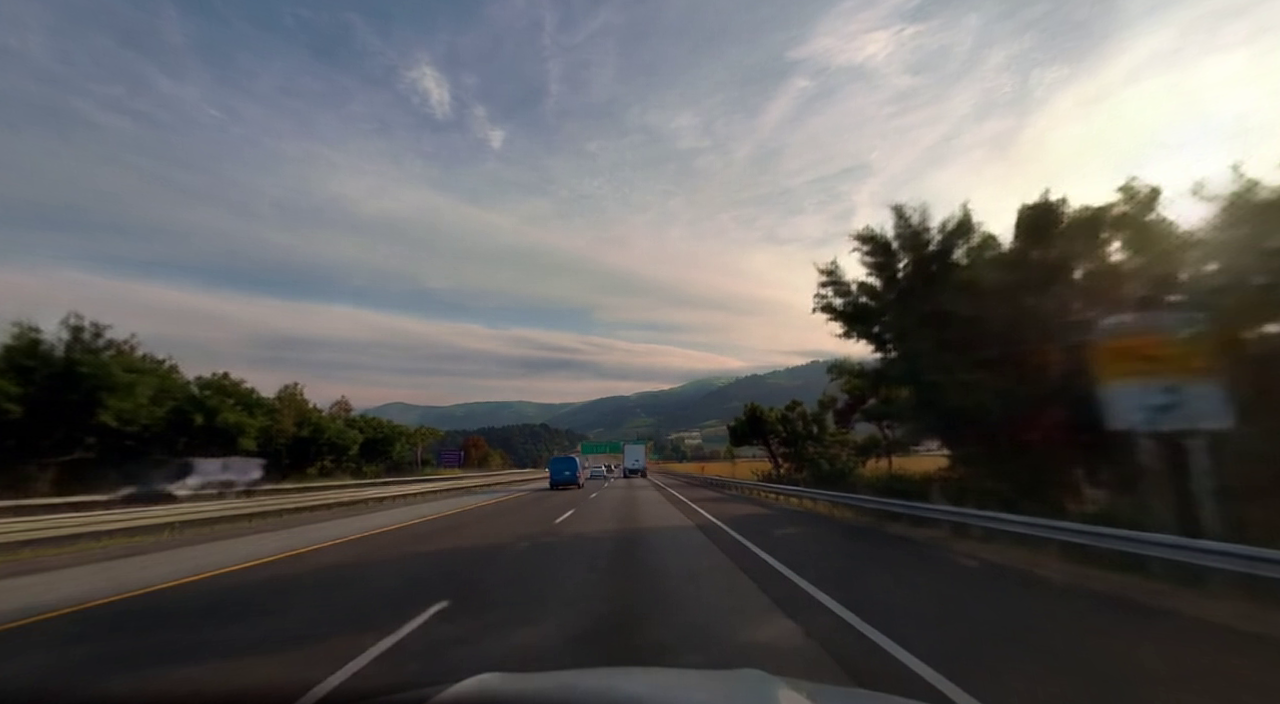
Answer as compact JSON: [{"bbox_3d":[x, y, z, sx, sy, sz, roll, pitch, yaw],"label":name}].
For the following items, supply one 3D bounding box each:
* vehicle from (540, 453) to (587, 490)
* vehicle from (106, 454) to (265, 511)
[{"bbox_3d":[-4.420,7.041,37.182,2.208,1.973,4.716,1,-10,0],"label":"vehicle"},{"bbox_3d":[-17.074,4.944,24.122,2.138,1.883,5.217,1,-10,0],"label":"vehicle"}]
